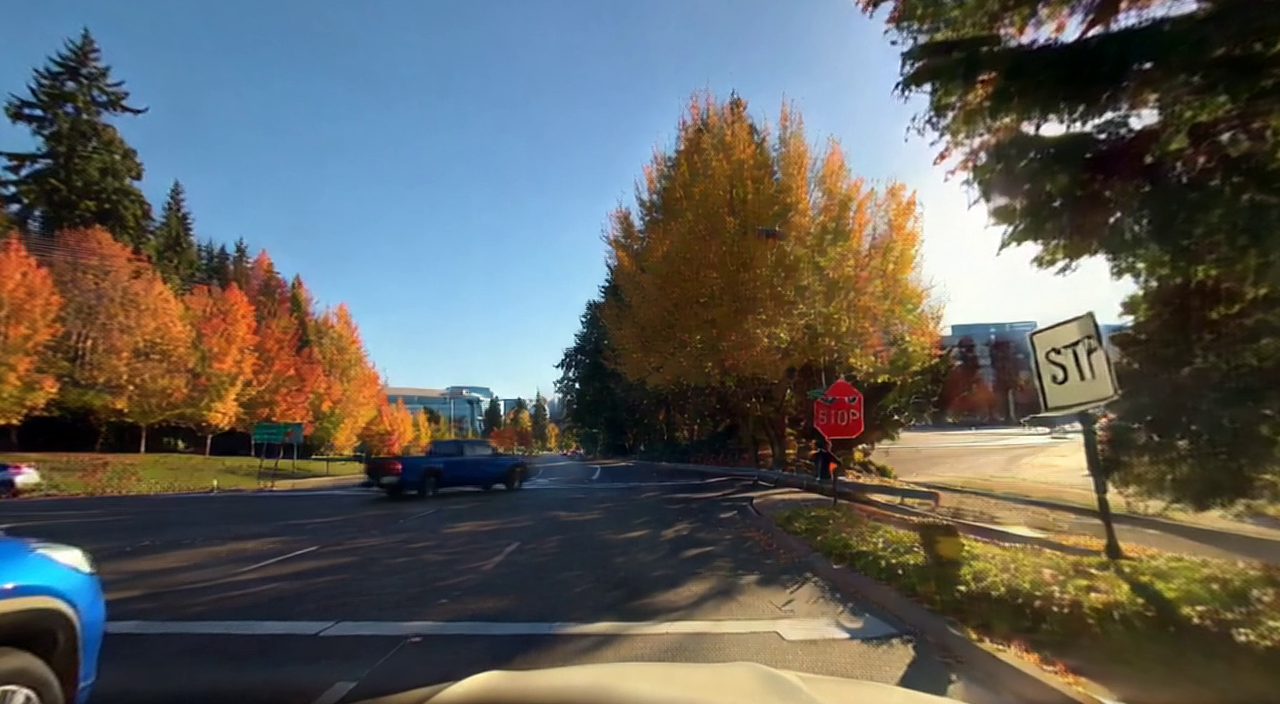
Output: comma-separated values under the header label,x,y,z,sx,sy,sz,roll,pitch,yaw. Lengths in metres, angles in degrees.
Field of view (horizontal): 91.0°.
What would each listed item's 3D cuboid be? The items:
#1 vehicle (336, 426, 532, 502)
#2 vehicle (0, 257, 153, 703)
label,x,y,z,sx,sy,sz,roll,pitch,yaw
vehicle,-6.182,3.424,19.805,2.284,2.012,5.607,-5,-10,32
vehicle,-3.478,0.416,0.696,2.145,2.038,4.656,0,-8,-1
